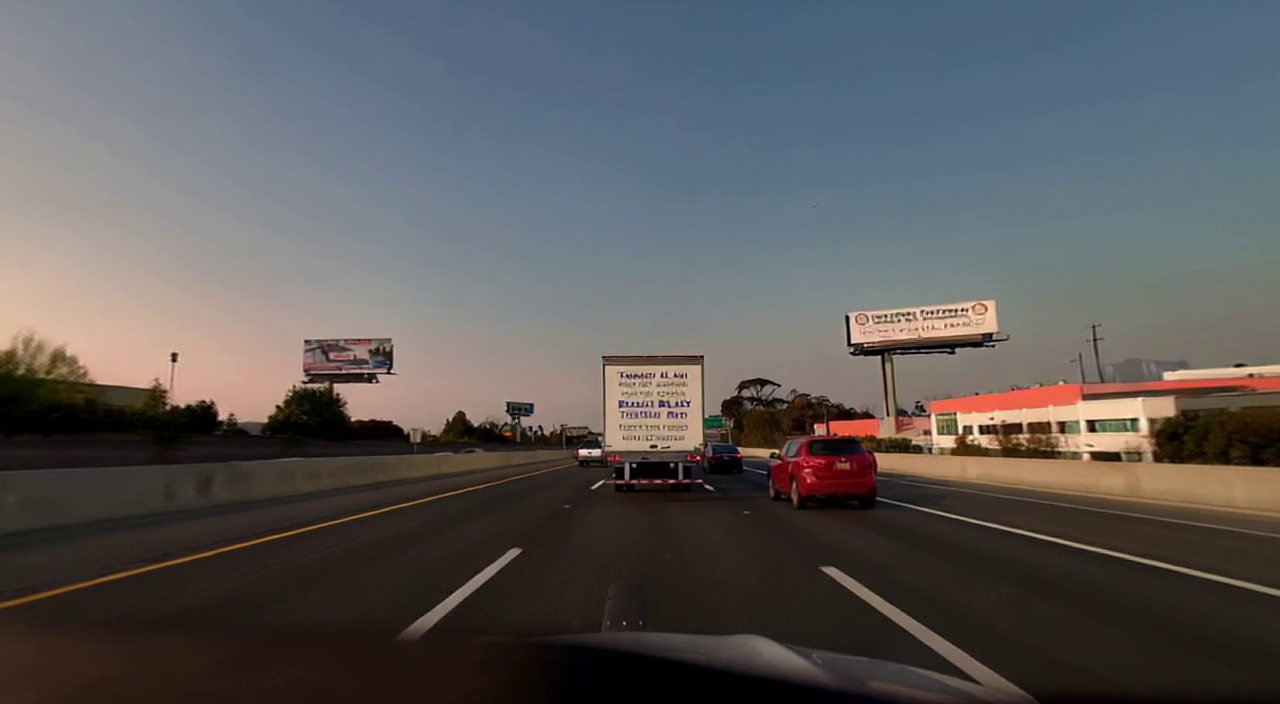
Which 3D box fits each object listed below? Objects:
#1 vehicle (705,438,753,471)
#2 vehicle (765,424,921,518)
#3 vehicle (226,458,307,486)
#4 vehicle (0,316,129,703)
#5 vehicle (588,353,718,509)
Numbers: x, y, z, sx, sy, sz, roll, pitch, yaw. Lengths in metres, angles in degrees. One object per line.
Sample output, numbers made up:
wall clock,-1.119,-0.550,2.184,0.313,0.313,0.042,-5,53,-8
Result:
vehicle,4.851,5.684,35.137,2.066,1.692,4.339,0,-8,0
vehicle,4.198,2.517,13.894,1.986,1.718,4.296,0,-8,0
vehicle,-23.296,7.497,39.603,1.805,1.515,4.657,-1,-8,8
vehicle,-3.404,0.537,0.595,2.133,1.808,4.349,0,-8,0
vehicle,0.354,2.289,17.700,2.733,3.296,8.571,0,-8,1
